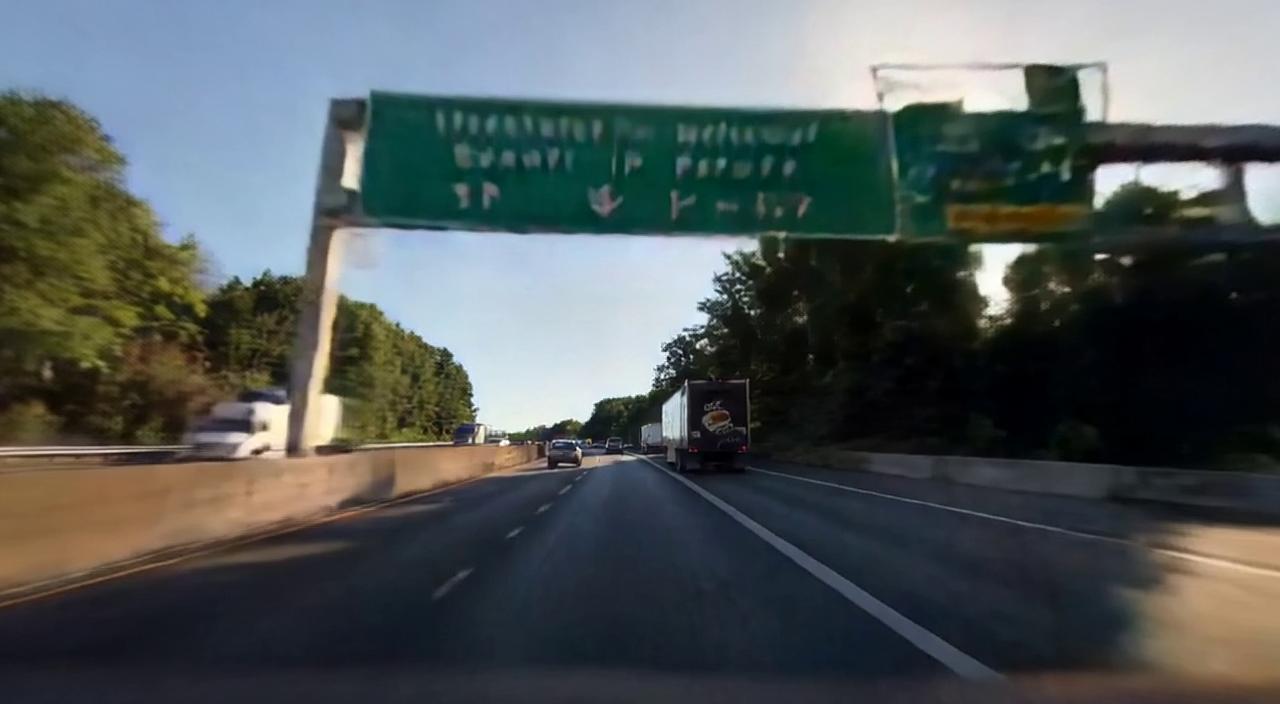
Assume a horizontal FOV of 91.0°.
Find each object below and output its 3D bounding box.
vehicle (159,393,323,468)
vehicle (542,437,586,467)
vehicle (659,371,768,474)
[{"bbox_3d":[-15.943,3.270,25.805,2.803,2.673,6.158,0,-8,-2],"label":"vehicle"},{"bbox_3d":[-4.451,5.962,37.662,2.206,1.644,4.027,0,-8,-1],"label":"vehicle"},{"bbox_3d":[3.062,3.704,31.478,3.116,3.992,13.748,0,-8,-3],"label":"vehicle"}]
